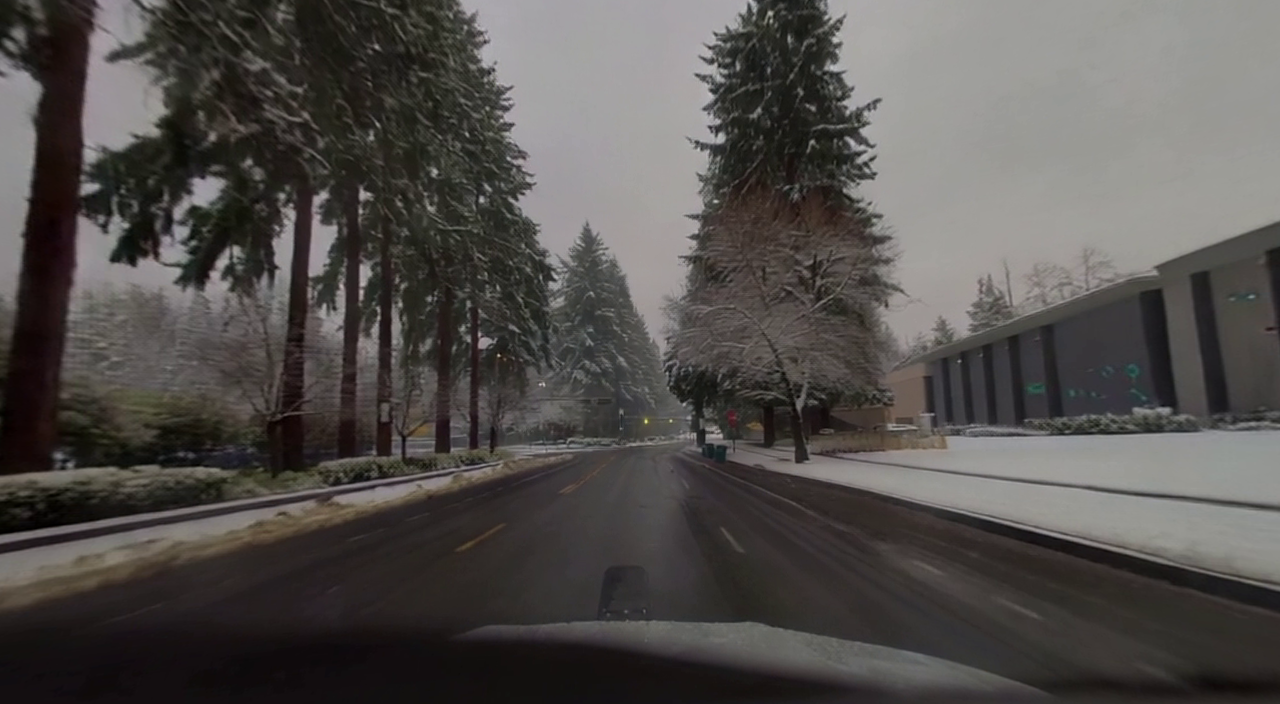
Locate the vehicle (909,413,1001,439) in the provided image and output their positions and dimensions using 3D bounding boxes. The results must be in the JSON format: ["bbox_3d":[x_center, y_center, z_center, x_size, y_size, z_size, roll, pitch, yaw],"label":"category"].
[{"bbox_3d":[22.939,5.412,46.037,5.623,1.647,1.832,-2,-6,0],"label":"vehicle"}]
